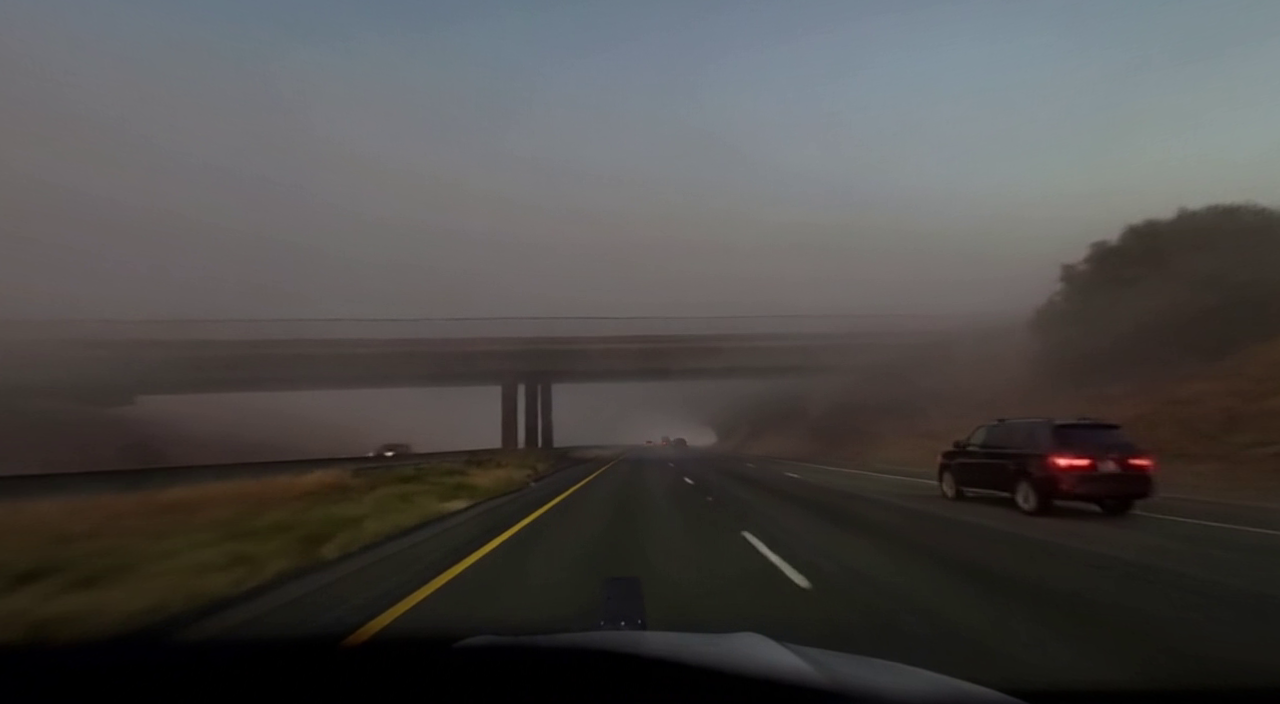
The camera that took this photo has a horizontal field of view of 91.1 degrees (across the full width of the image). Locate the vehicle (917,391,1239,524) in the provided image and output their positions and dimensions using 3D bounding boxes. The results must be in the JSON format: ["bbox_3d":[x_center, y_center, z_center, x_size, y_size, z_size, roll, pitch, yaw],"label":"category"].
[{"bbox_3d":[7.954,2.019,12.427,2.362,2.037,5.409,0,-8,-1],"label":"vehicle"}]

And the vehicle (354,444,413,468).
[{"bbox_3d":[-16.870,6.851,41.528,1.937,1.466,4.375,0,-8,1],"label":"vehicle"}]
